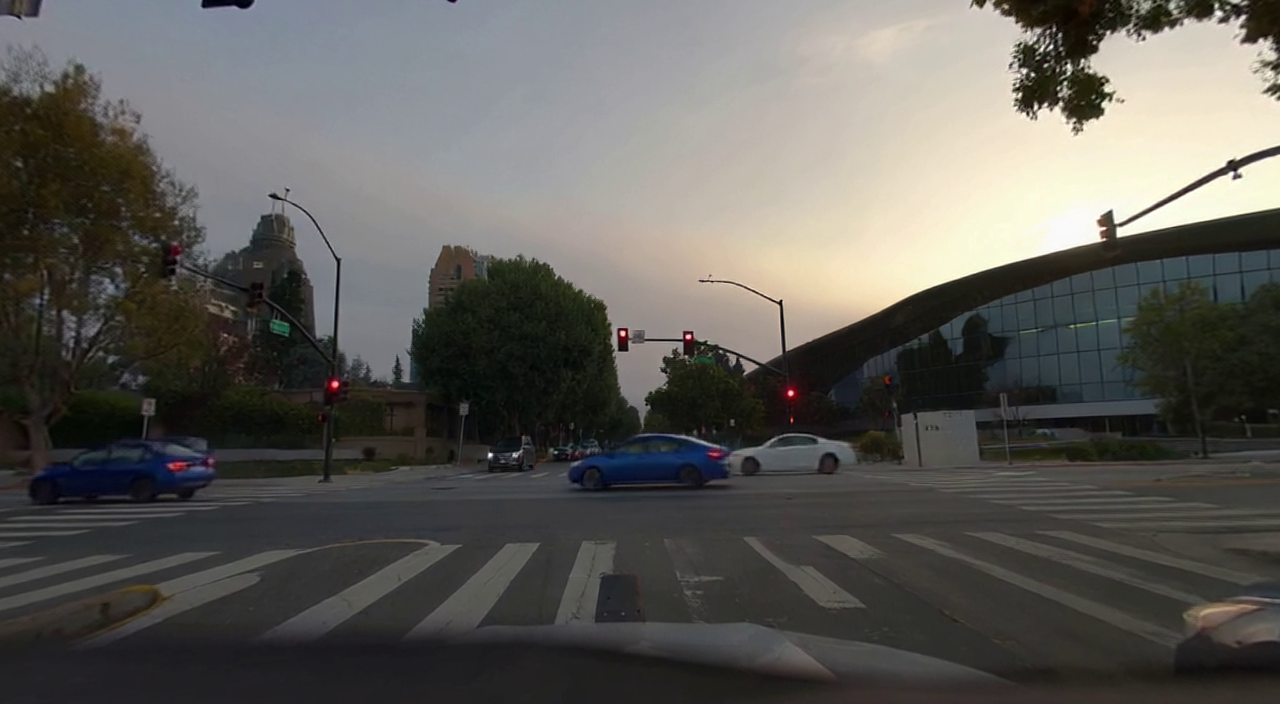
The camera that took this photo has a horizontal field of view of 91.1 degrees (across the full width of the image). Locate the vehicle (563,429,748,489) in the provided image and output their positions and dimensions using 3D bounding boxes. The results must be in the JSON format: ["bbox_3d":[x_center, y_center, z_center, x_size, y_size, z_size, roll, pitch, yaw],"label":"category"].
[{"bbox_3d":[0.393,2.871,17.014,4.723,1.484,1.883,0,-8,0],"label":"vehicle"}]

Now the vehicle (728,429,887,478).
[{"bbox_3d":[5.349,3.305,20.538,4.623,1.477,1.884,0,-8,0],"label":"vehicle"}]

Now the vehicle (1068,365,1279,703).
[{"bbox_3d":[2.886,0.679,0.833,1.947,1.576,3.825,0,-8,1],"label":"vehicle"}]

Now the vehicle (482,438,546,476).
[{"bbox_3d":[-5.960,5.027,30.268,2.115,1.690,4.322,0,-8,1],"label":"vehicle"}]

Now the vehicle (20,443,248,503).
[{"bbox_3d":[-13.399,3.194,16.844,4.464,1.472,1.867,0,-8,0],"label":"vehicle"}]
